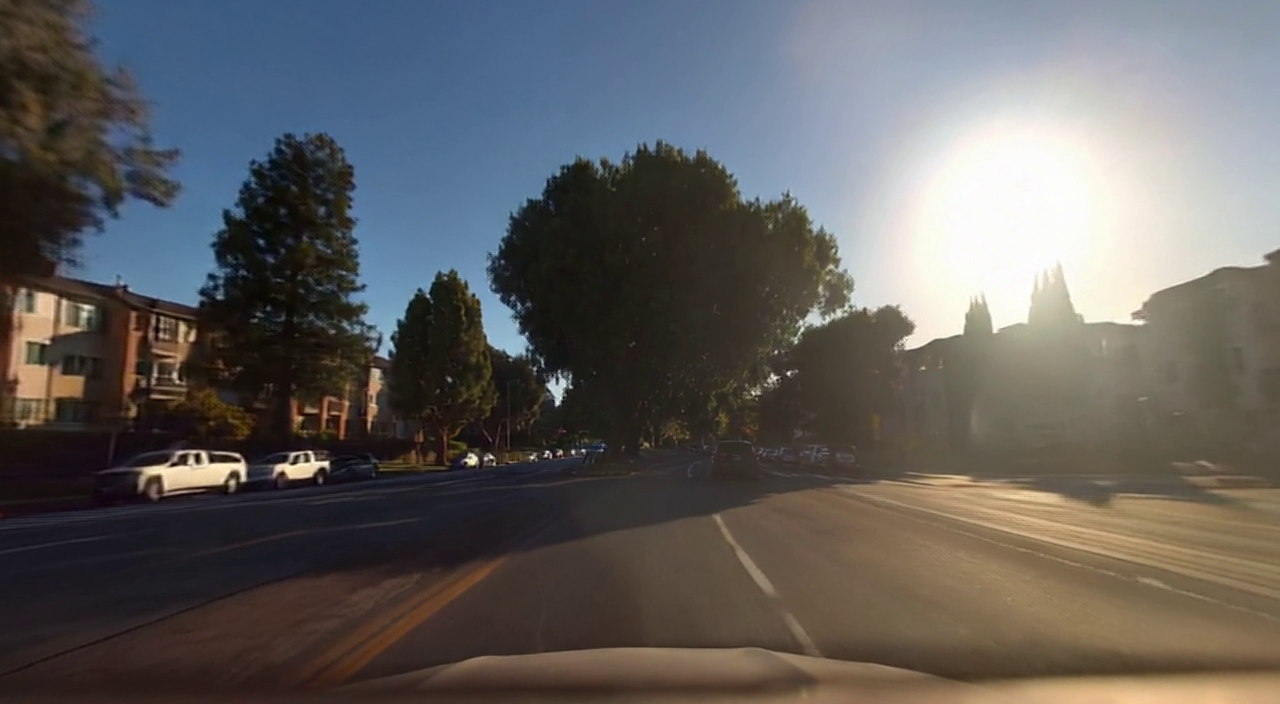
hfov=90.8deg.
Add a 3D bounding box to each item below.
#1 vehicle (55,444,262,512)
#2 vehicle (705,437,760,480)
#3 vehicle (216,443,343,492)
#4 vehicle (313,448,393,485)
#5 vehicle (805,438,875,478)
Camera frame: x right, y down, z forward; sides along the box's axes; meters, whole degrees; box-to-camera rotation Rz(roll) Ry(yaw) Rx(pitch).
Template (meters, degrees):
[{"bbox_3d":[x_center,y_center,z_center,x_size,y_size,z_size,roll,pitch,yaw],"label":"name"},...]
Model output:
[{"bbox_3d":[-16.605,4.309,22.452,2.239,1.926,6.159,-2,-8,4],"label":"vehicle"},{"bbox_3d":[4.118,4.824,28.932,2.085,1.763,4.490,-1,-8,3],"label":"vehicle"},{"bbox_3d":[-16.347,5.223,29.155,2.194,2.022,5.828,-1,-8,3],"label":"vehicle"},{"bbox_3d":[-15.763,6.254,34.956,2.014,1.734,4.651,-2,-8,4],"label":"vehicle"},{"bbox_3d":[11.173,5.952,35.828,2.460,2.002,5.900,-1,-8,5],"label":"vehicle"}]
